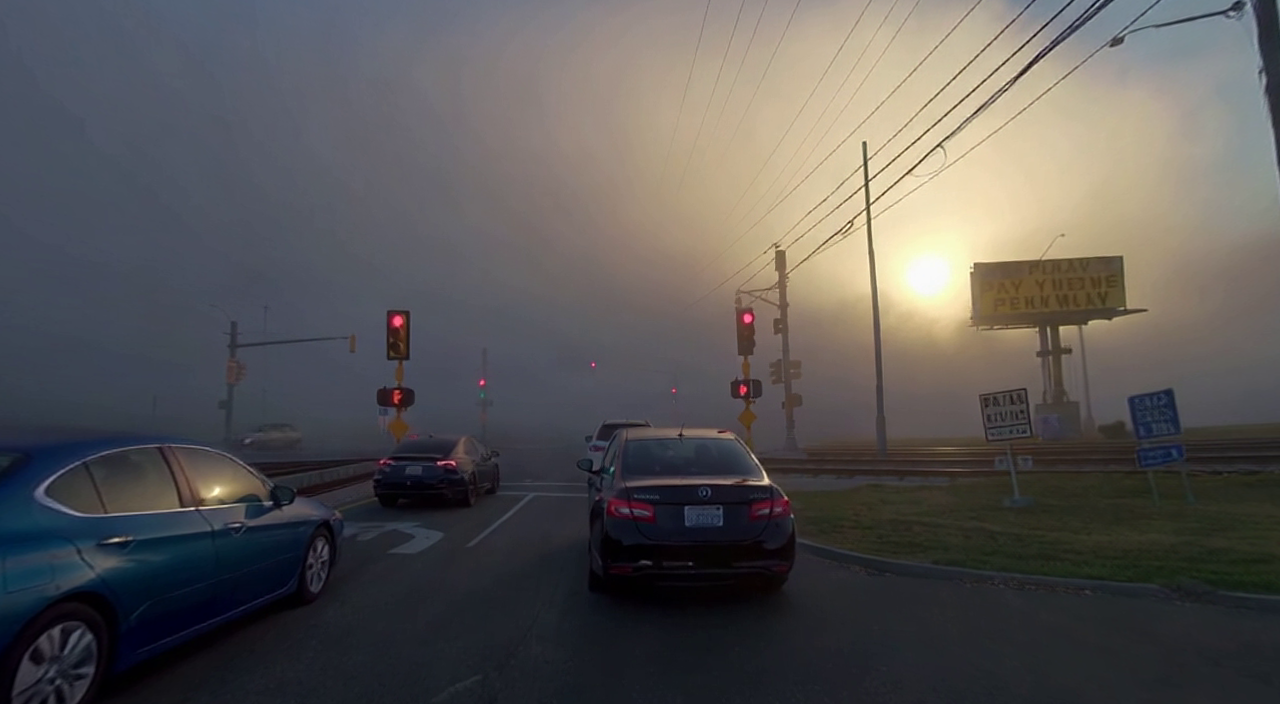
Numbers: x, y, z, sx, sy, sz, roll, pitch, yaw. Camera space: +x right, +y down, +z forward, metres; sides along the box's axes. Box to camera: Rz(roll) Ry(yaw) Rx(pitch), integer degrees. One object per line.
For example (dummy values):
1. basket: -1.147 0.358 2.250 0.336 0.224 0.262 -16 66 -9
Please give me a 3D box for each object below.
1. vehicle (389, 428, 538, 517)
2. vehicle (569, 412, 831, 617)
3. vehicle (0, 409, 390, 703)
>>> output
1. vehicle: -3.362 2.373 12.912 1.984 1.505 3.982 0 -9 -2
2. vehicle: 0.358 1.528 6.844 1.998 1.529 3.960 0 -9 -3
3. vehicle: -3.708 1.260 4.538 1.956 1.468 4.585 0 -8 0
